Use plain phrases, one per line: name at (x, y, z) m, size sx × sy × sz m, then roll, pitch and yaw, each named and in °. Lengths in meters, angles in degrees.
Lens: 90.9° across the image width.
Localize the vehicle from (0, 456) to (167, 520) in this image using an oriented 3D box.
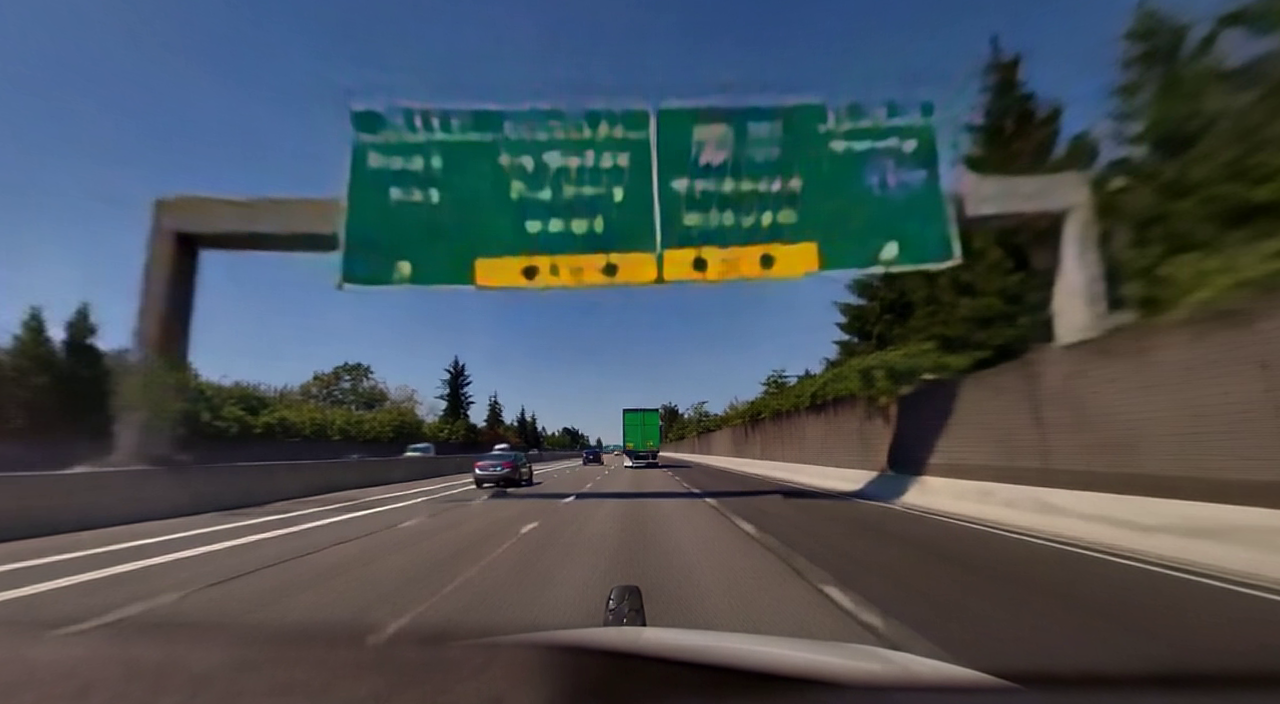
vehicle at (-16.176, 3.742, 17.889) m, size 1.898 × 1.480 × 4.712 m, roll 0°, pitch -9°, yaw -1°

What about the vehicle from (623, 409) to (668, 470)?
vehicle at (0.451, 6.683, 47.763) m, size 2.980 × 4.051 × 10.359 m, roll 0°, pitch -9°, yaw 1°

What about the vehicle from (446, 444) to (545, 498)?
vehicle at (-4.405, 3.679, 19.997) m, size 1.977 × 1.478 × 4.702 m, roll 0°, pitch -9°, yaw 0°
